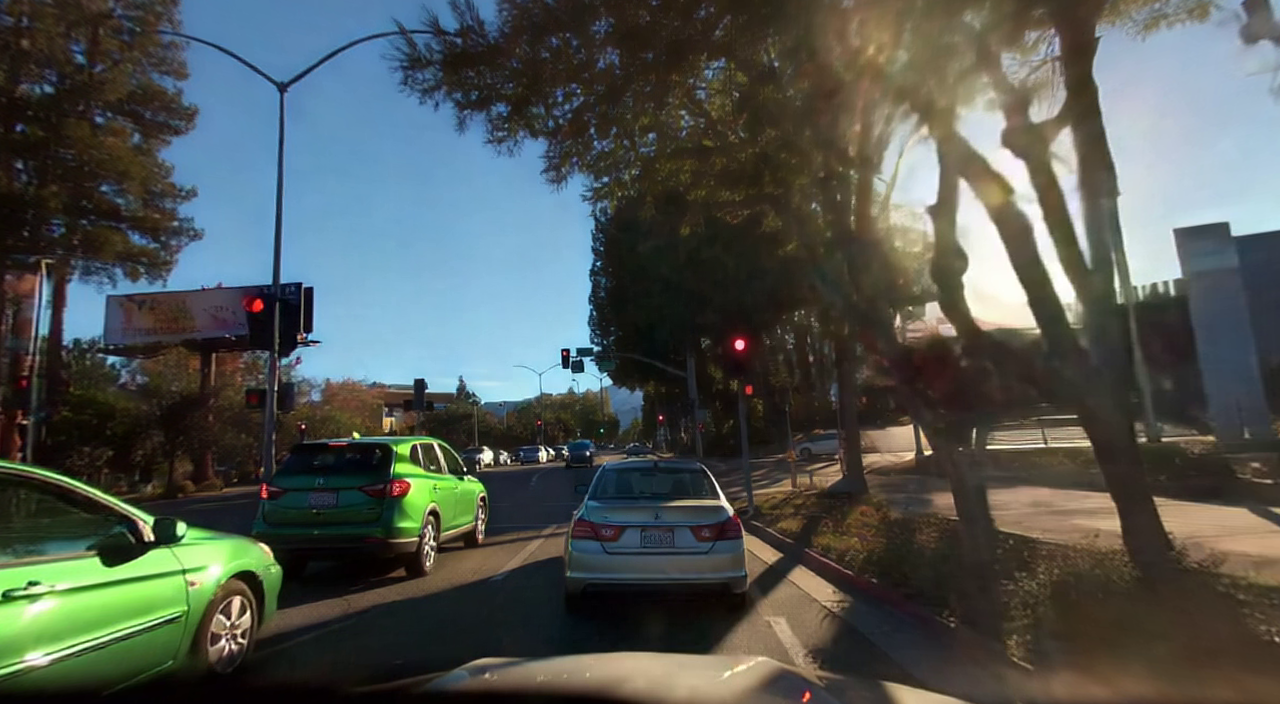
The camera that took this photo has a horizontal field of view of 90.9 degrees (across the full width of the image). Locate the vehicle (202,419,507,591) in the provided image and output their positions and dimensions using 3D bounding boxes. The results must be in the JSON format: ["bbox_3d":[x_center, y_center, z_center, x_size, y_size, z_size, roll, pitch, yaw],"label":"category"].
[{"bbox_3d":[-3.174,1.784,8.136,1.950,1.628,4.082,-1,-9,1],"label":"vehicle"}]

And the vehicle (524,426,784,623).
[{"bbox_3d":[0.039,1.584,6.617,1.977,1.467,3.474,0,-9,-2],"label":"vehicle"}]

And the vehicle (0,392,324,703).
[{"bbox_3d":[-3.154,0.946,2.422,1.808,1.520,3.846,-1,-9,1],"label":"vehicle"}]
